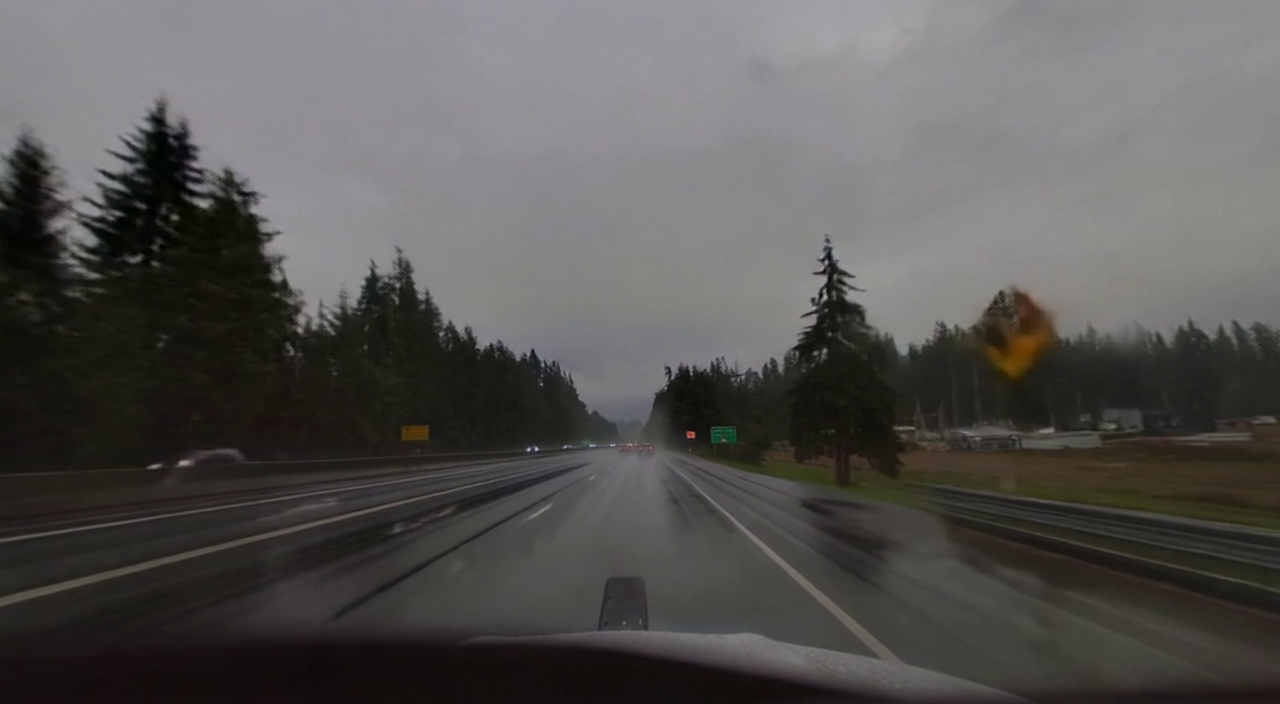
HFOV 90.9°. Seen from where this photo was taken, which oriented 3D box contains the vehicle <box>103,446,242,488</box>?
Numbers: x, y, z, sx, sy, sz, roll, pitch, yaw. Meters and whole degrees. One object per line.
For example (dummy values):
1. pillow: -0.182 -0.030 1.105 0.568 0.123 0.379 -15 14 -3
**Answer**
1. vehicle: -21.244 5.207 29.078 2.100 1.698 5.541 0 -8 1
